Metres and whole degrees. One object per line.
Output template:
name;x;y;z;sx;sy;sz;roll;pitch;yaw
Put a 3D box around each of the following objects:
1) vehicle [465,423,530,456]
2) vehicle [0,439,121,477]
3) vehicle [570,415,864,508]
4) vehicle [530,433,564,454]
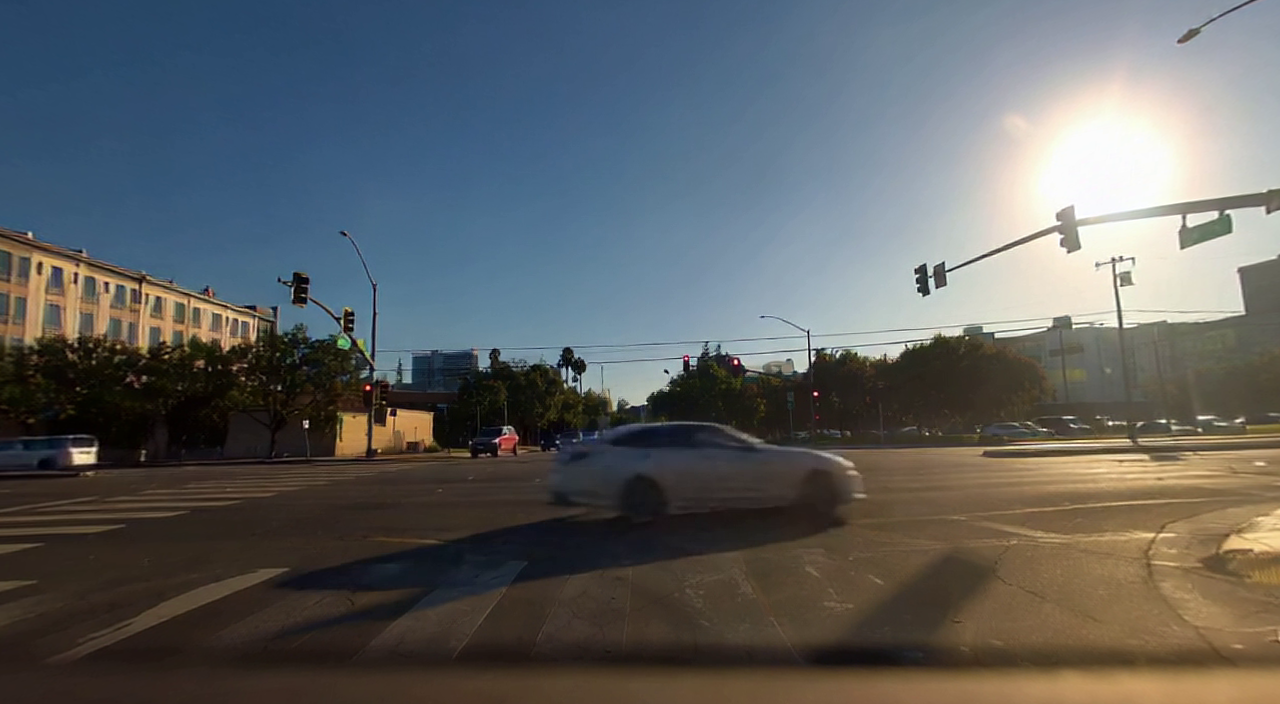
vehicle;-8.659;5.436;38.817;2.000;1.864;5.044;-2;-9;10
vehicle;-23.745;4.166;24.917;4.510;1.431;1.884;2;-9;-11
vehicle;1.360;2.097;12.387;5.300;1.584;2.142;1;-9;-9
vehicle;-7.259;7.194;49.513;2.054;1.536;3.927;0;-9;-1
